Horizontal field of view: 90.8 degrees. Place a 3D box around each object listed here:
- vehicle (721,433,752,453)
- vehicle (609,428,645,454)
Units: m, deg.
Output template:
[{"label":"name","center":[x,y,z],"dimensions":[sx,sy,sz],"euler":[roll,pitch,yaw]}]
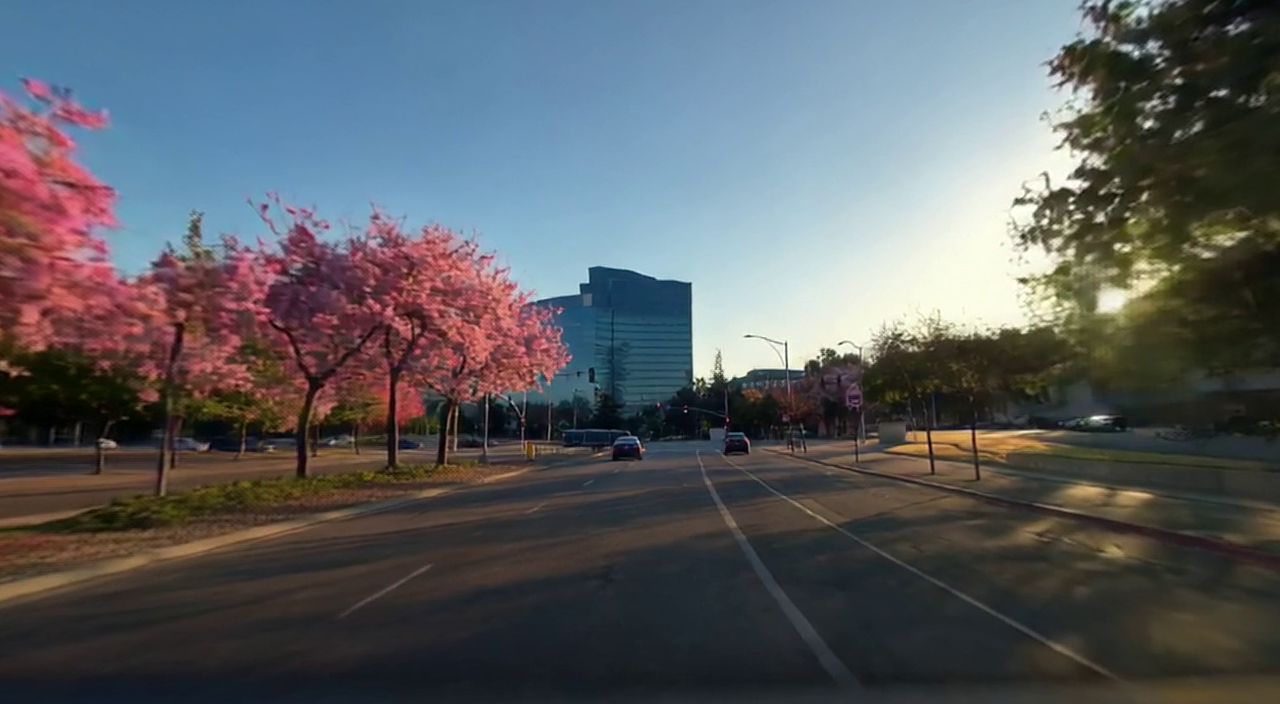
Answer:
[{"label":"vehicle","center":[7.577,7.175,49.865],"dimensions":[2.007,1.466,4.291],"euler":[-1,-8,4]},{"label":"vehicle","center":[-0.864,6.256,44.206],"dimensions":[1.995,1.703,4.367],"euler":[-1,-8,5]}]
